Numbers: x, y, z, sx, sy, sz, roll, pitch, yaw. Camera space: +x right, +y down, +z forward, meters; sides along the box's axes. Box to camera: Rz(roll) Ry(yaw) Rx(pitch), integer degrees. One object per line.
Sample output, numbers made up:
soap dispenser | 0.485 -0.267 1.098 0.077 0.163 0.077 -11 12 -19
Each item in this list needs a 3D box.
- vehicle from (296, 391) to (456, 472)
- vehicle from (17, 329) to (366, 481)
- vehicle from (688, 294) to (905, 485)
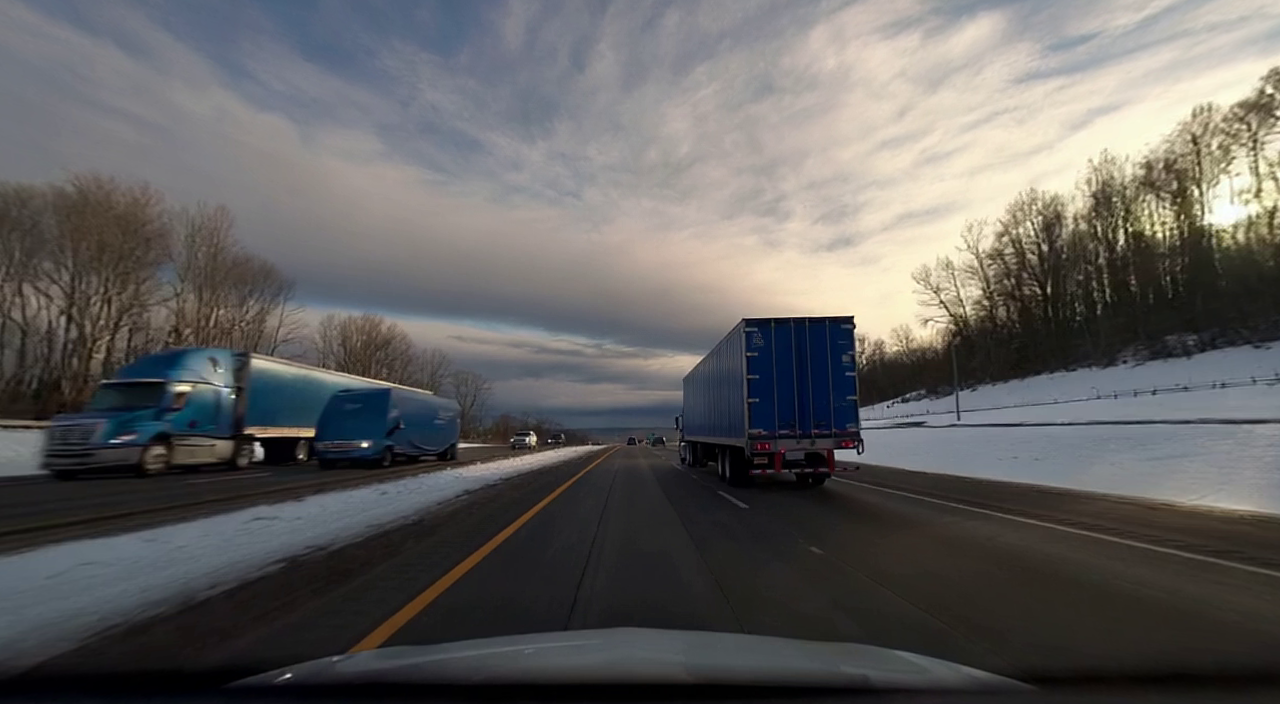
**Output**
vehicle | -8.325 2.655 20.832 2.365 2.256 6.553 0 -8 1
vehicle | -13.453 2.081 21.279 2.970 3.689 12.131 0 -8 -1
vehicle | 4.098 1.953 22.528 3.203 4.273 17.131 0 -8 -1
